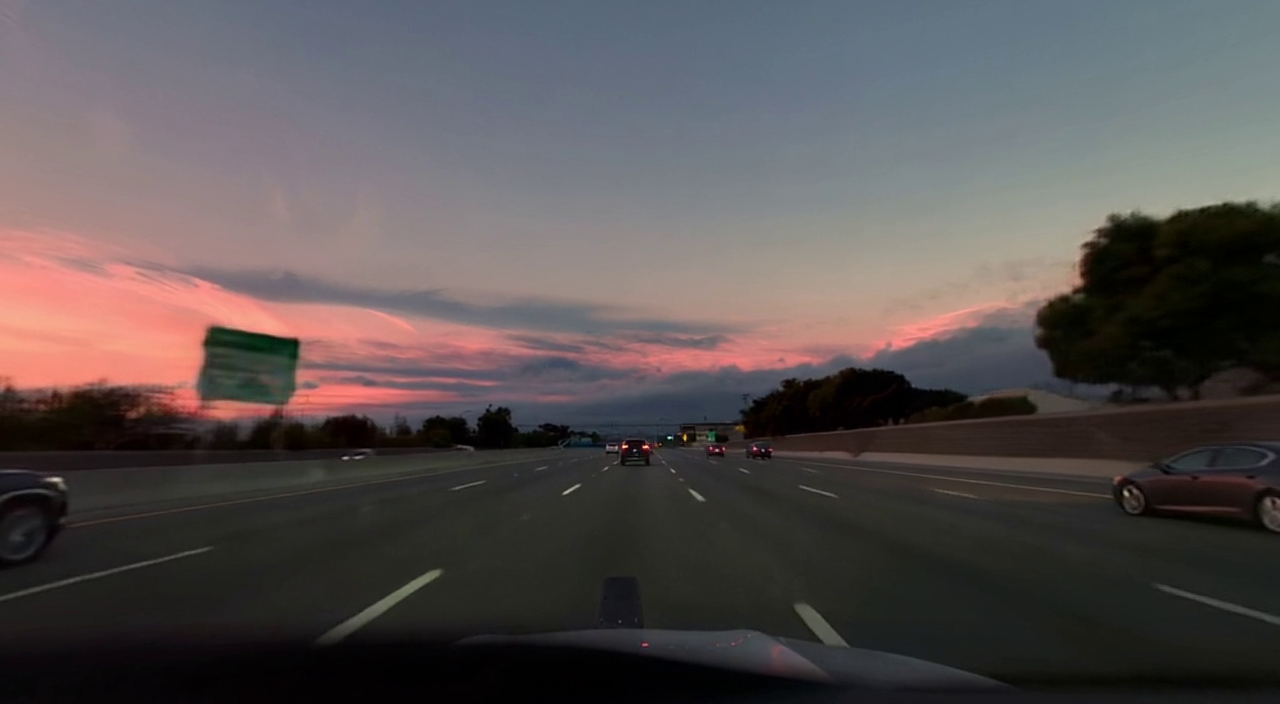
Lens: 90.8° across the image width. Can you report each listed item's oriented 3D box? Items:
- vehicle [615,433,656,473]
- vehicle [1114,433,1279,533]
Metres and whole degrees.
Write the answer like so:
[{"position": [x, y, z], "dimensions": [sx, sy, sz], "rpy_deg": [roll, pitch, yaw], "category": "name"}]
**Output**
[{"position": [-0.186, 5.011, 31.453], "dimensions": [1.893, 1.827, 4.513], "rpy_deg": [0, -9, 1], "category": "vehicle"}, {"position": [10.197, 2.019, 9.981], "dimensions": [1.900, 1.432, 4.519], "rpy_deg": [0, -8, 0], "category": "vehicle"}]
